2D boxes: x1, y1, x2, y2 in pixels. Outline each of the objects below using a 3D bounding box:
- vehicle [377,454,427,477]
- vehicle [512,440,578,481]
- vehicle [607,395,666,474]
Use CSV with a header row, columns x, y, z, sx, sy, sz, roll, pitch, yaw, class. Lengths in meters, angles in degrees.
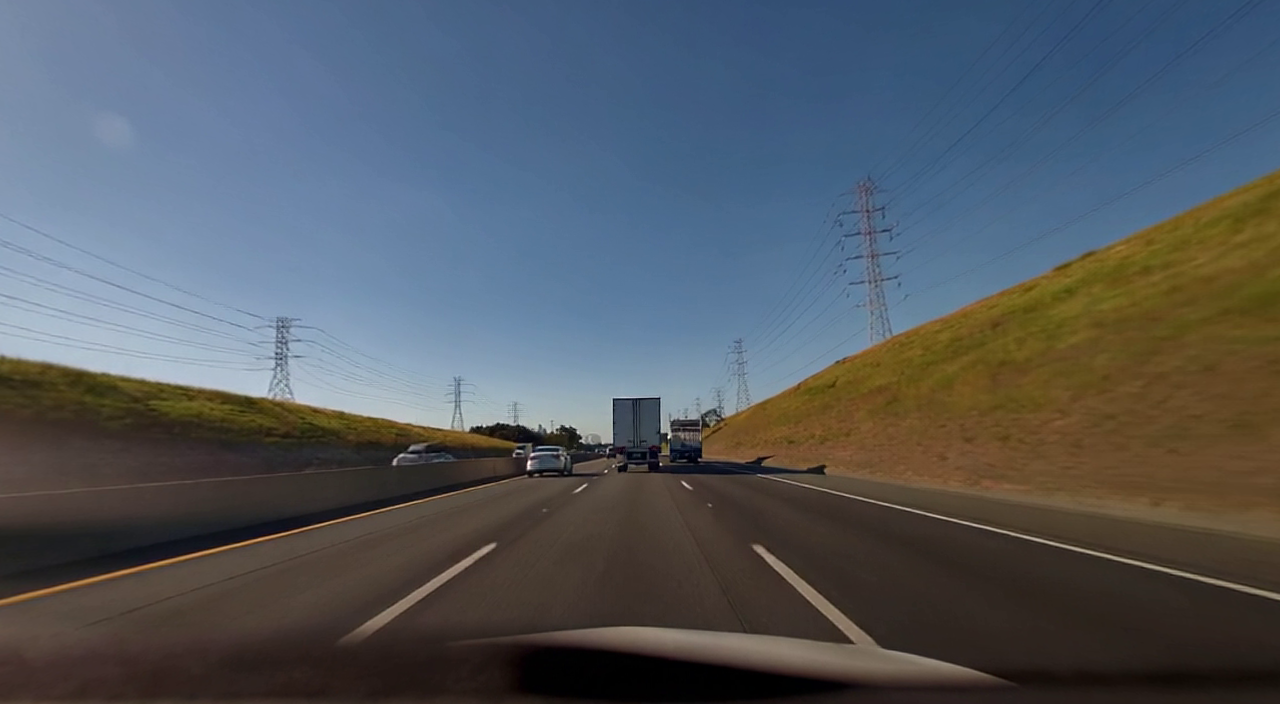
x,y,z,sx,sy,sz,roll,pitch,yaw,class
-17.285,8.239,46.067,1.870,1.513,4.752,0,-9,-1,vehicle
-4.127,4.812,28.224,2.170,1.657,4.573,0,-9,1,vehicle
-0.133,5.042,37.626,2.985,4.025,10.982,0,-9,1,vehicle
